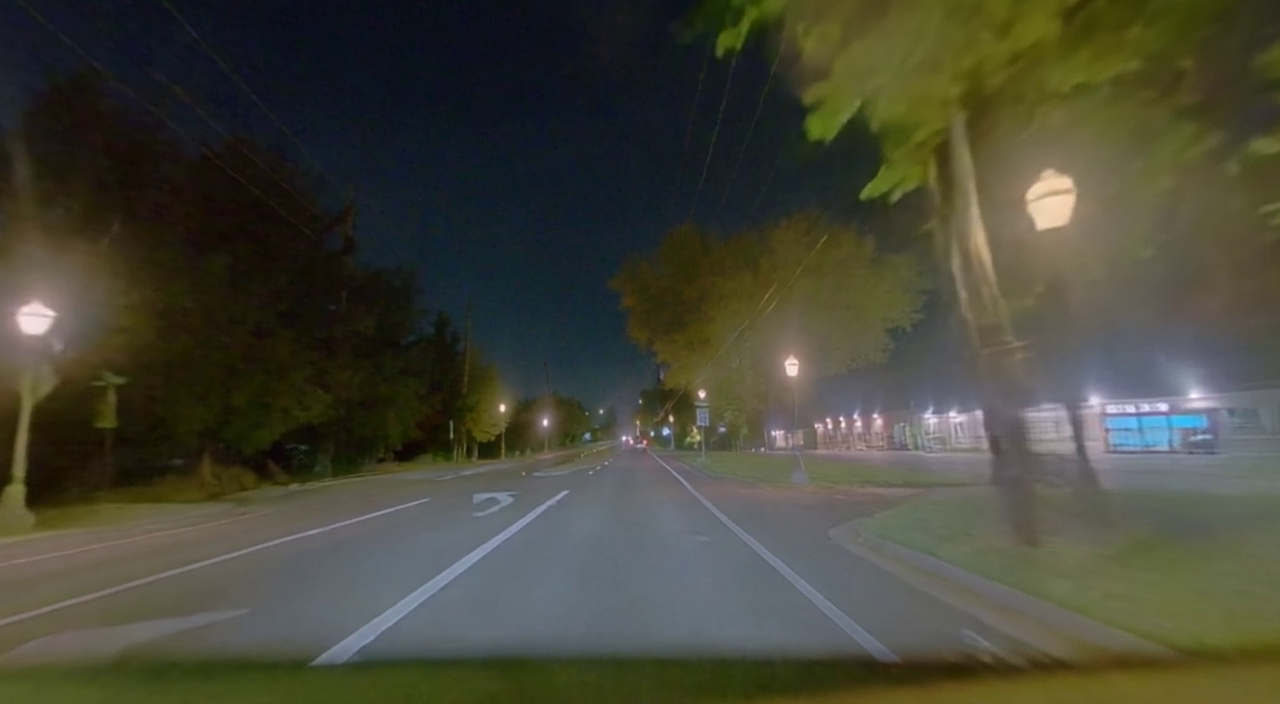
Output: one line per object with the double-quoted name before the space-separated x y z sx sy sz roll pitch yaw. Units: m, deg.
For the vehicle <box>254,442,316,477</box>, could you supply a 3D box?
"vehicle" -16.456 4.964 29.471 2.061 1.475 4.357 4 -9 -24
